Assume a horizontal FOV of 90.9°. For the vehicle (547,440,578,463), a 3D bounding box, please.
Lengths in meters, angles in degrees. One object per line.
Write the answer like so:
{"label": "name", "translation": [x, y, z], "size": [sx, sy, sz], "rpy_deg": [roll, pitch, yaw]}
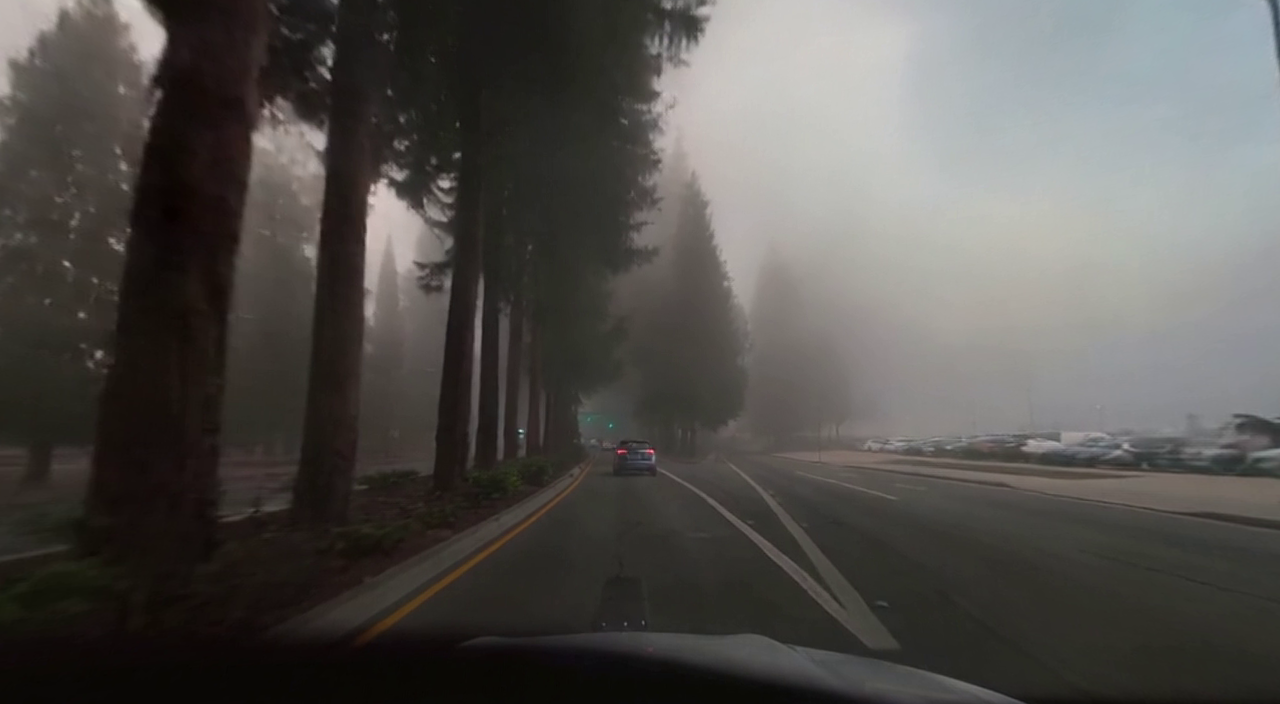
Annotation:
{"label": "vehicle", "translation": [-5.473, 7.068, 44.901], "size": [1.950, 1.563, 3.727], "rpy_deg": [0, -9, -3]}

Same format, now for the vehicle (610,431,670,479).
{"label": "vehicle", "translation": [-0.046, 3.960, 24.372], "size": [2.135, 1.691, 3.884], "rpy_deg": [0, -9, -1]}
